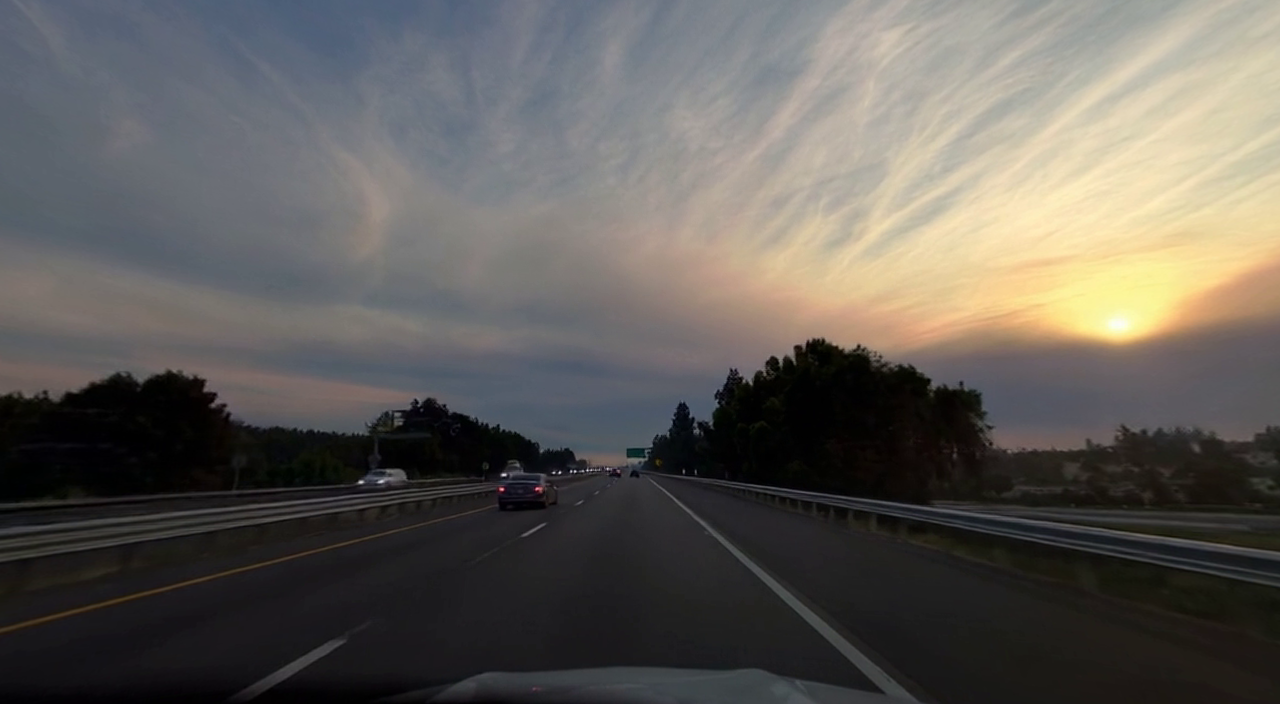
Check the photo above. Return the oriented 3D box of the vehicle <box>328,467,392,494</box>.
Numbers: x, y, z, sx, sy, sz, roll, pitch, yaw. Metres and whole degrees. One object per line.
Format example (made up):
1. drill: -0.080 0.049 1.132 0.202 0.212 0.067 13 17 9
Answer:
1. vehicle: -17.223 7.912 39.004 1.964 1.529 4.371 1 -11 0

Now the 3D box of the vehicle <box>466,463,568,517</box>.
1. vehicle: -3.735 4.312 20.128 2.146 1.441 5.020 1 -11 1
